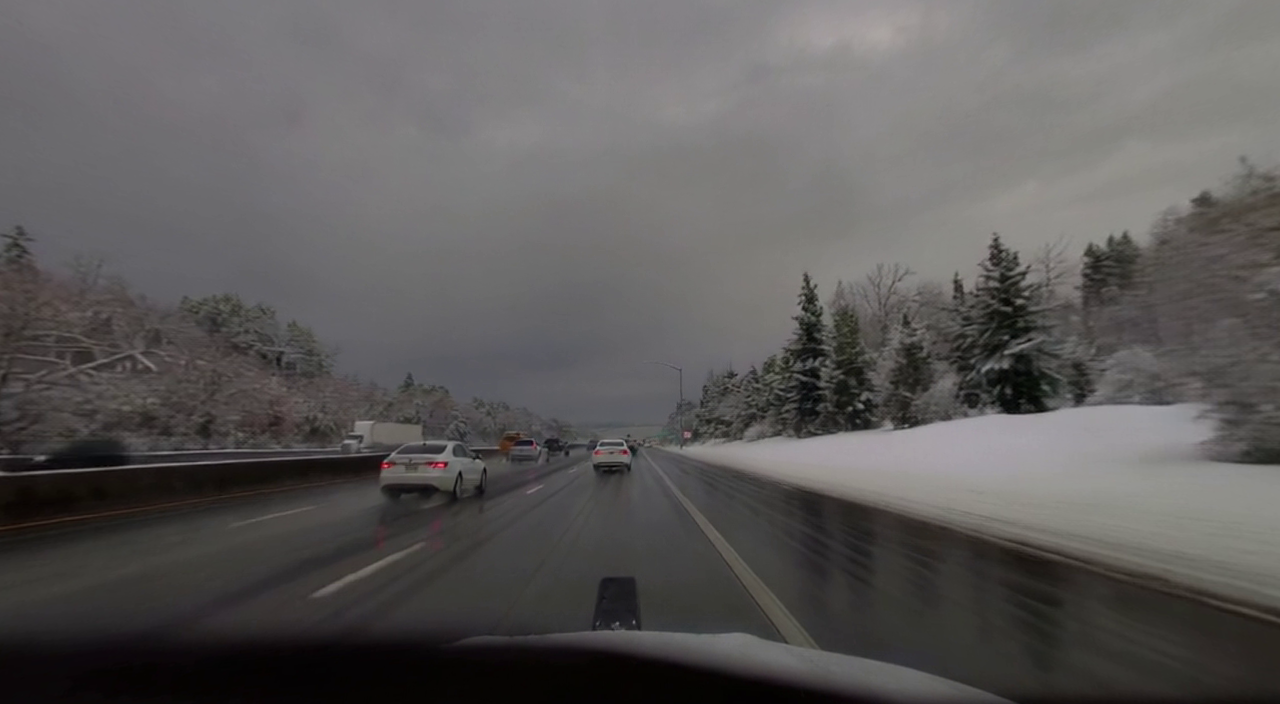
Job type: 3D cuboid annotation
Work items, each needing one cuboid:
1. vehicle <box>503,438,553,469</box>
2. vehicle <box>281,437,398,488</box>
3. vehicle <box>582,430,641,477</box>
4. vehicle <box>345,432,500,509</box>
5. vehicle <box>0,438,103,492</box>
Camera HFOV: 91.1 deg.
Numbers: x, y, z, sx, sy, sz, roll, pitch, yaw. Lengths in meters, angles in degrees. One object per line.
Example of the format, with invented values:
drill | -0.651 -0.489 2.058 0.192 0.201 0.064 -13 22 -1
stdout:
vehicle | -5.526 5.031 31.405 1.835 1.432 3.835 0 -8 0
vehicle | -9.497 3.481 20.254 1.850 1.439 3.932 0 -8 0
vehicle | -1.073 3.970 24.930 2.178 1.658 3.916 0 -8 -1
vehicle | -4.703 2.600 14.414 1.971 1.464 4.386 0 -8 0
vehicle | -21.899 3.887 21.900 2.037 1.740 4.968 0 -8 -1
